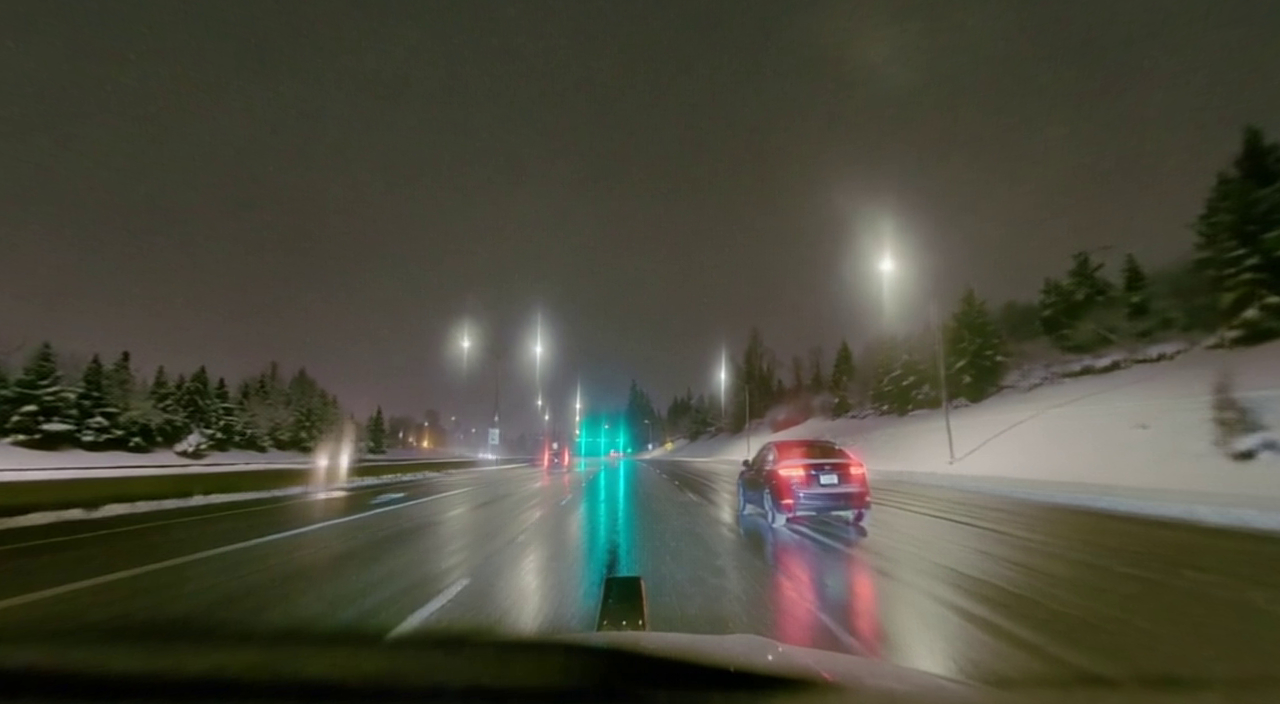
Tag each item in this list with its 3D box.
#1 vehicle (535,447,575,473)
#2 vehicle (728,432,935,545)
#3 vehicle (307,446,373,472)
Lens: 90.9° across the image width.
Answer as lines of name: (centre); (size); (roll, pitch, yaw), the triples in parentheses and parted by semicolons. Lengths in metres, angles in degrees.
vehicle: (-5.201, 6.671, 39.154); (2.014, 1.481, 4.156); (0, -8, -2)
vehicle: (2.948, 2.209, 11.022); (2.030, 1.490, 4.737); (0, -8, -1)
vehicle: (-18.449, 6.587, 39.054); (1.907, 1.481, 4.498); (-1, -8, 0)
